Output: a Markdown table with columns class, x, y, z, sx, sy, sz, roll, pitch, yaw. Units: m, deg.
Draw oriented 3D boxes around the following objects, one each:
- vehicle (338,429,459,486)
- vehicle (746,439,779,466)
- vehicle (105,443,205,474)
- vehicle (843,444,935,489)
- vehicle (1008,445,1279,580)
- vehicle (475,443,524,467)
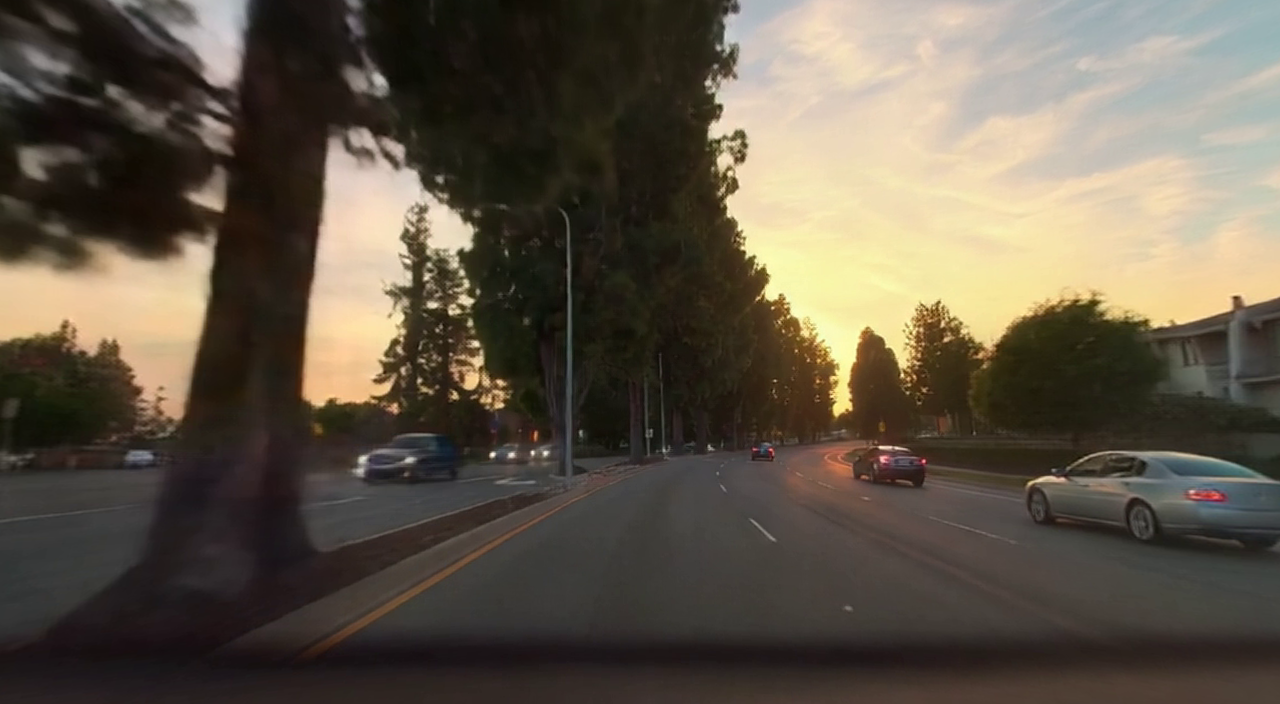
| class | x | y | z | sx | sy | sz | roll | pitch | yaw |
| --- | --- | --- | --- | --- | --- | --- | --- | --- | --- |
| vehicle | -8.057 | 3.566 | 21.544 | 2.024 | 1.729 | 4.371 | -1 | -8 | 6 |
| vehicle | 8.124 | 6.689 | 42.112 | 1.991 | 1.684 | 4.127 | -2 | -8 | 10 |
| vehicle | -33.525 | 7.338 | 43.755 | 2.050 | 1.962 | 4.953 | -4 | -9 | 26 |
| vehicle | 8.978 | 4.122 | 23.110 | 1.855 | 1.444 | 4.389 | -1 | -8 | 4 |
| vehicle | 7.301 | 2.006 | 8.829 | 1.783 | 1.386 | 4.433 | -1 | -8 | 3 |
| vehicle | -8.991 | 6.612 | 40.597 | 1.764 | 1.457 | 3.794 | -2 | -8 | 9 |
